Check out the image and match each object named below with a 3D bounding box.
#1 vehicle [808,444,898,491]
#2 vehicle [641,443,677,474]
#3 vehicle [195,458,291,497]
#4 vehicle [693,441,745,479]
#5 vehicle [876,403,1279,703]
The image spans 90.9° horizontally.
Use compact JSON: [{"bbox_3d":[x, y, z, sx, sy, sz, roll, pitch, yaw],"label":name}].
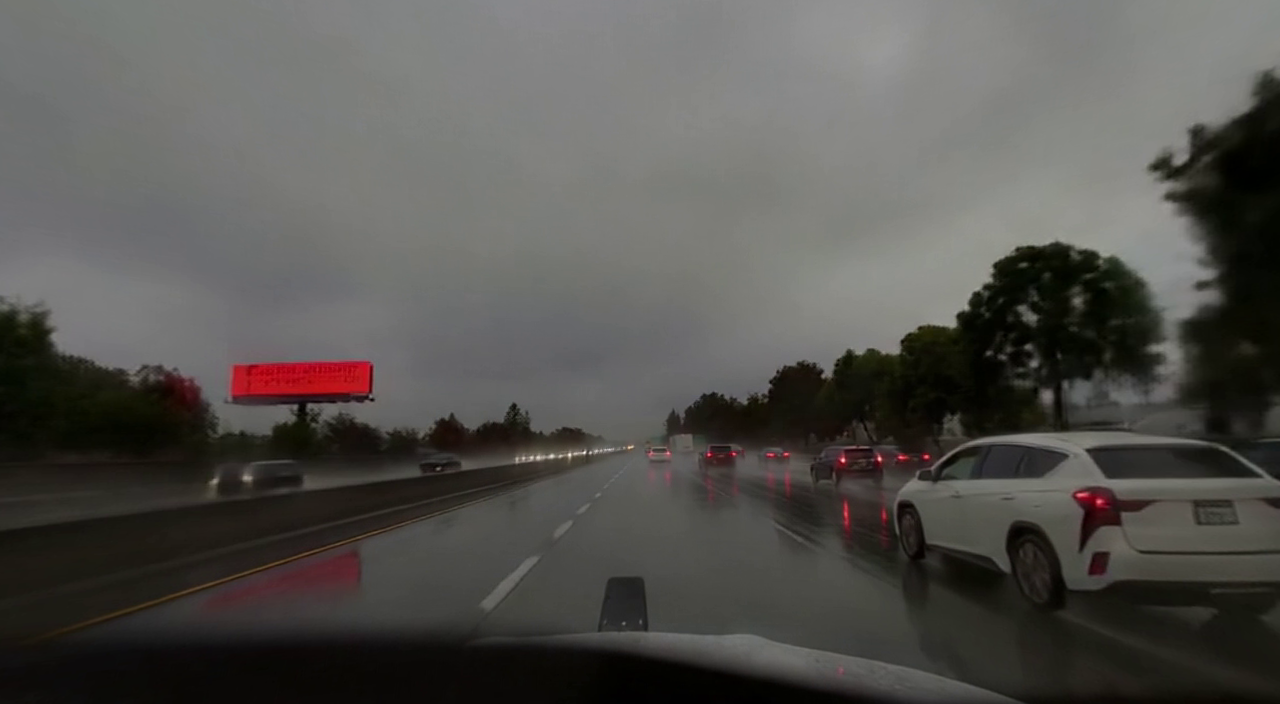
[{"bbox_3d":[7.696,4.183,23.260,1.807,1.558,4.352,0,-8,0],"label":"vehicle"},{"bbox_3d":[1.162,6.717,40.048,2.145,1.832,4.004,-1,-8,1],"label":"vehicle"},{"bbox_3d":[-20.161,6.377,32.315,2.066,1.746,4.308,-1,-8,0],"label":"vehicle"},{"bbox_3d":[4.077,5.662,33.332,2.075,1.845,4.667,0,-8,-1],"label":"vehicle"},{"bbox_3d":[3.914,1.387,5.472,1.989,1.609,4.355,0,-8,-1],"label":"vehicle"}]
